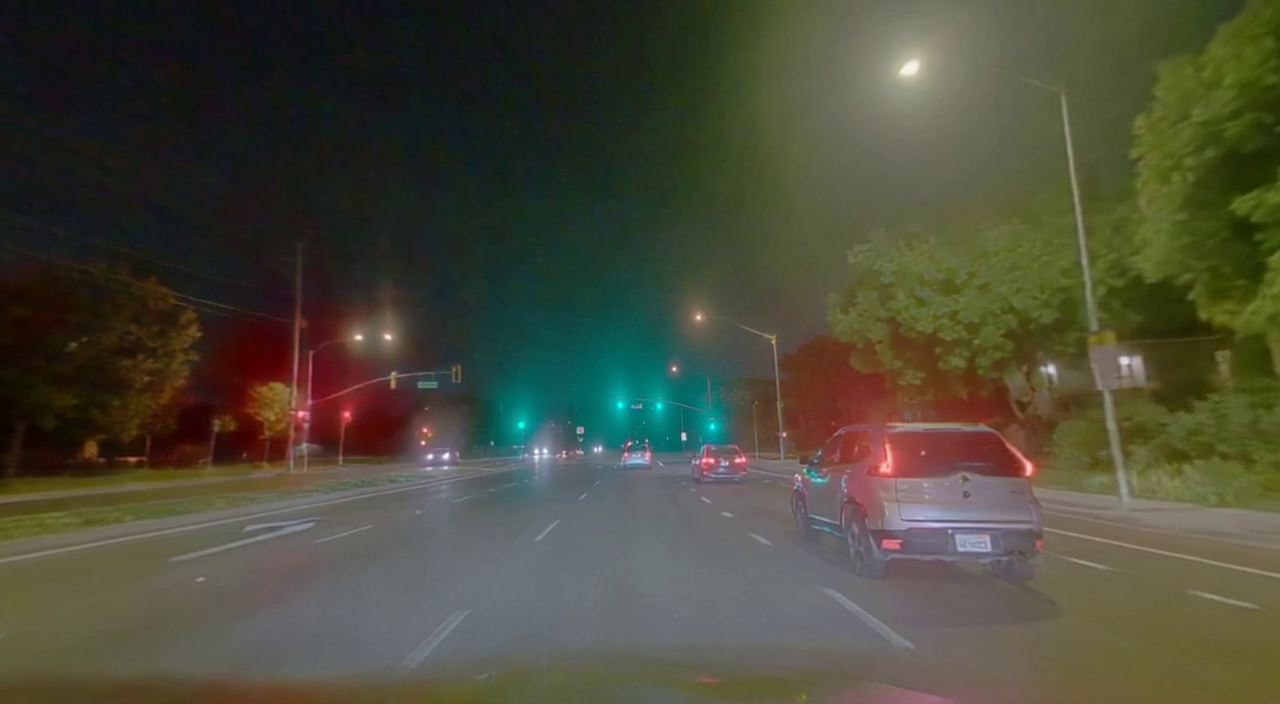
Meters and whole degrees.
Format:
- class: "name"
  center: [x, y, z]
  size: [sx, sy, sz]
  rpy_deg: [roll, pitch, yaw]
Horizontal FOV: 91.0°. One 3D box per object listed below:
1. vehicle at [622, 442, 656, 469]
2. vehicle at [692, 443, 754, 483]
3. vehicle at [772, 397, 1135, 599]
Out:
- class: "vehicle"
  center: [-0.096, 6.810, 41.563]
  size: [2.146, 1.685, 4.003]
  rpy_deg: [0, -9, -1]
- class: "vehicle"
  center: [3.186, 4.361, 25.021]
  size: [1.889, 1.451, 4.180]
  rpy_deg: [0, -9, 0]
- class: "vehicle"
  center: [3.253, 1.631, 7.916]
  size: [2.129, 1.761, 4.610]
  rpy_deg: [0, -9, 0]
